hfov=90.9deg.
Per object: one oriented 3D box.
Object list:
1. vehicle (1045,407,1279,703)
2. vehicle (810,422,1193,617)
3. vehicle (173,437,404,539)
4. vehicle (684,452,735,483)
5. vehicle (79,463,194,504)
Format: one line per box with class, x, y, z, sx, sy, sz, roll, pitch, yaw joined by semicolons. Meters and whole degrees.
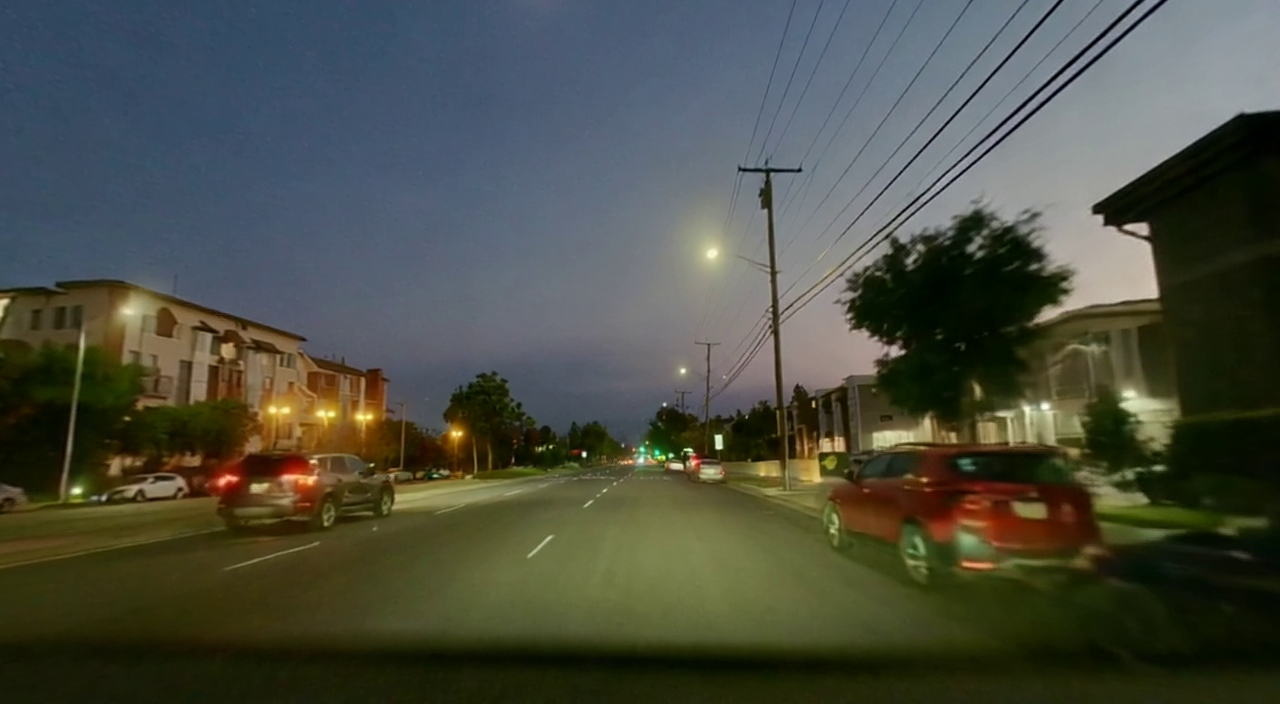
vehicle;3.477;0.836;1.531;2.010;1.488;4.262;-4;-7;-1
vehicle;3.560;1.695;7.353;2.022;1.592;4.111;0;-8;0
vehicle;-6.681;2.590;12.740;2.000;1.671;4.497;0;-8;1
vehicle;3.733;6.298;34.590;2.259;1.500;4.474;0;-8;0
vehicle;-25.591;6.658;32.315;1.894;1.787;4.711;0;-8;1
